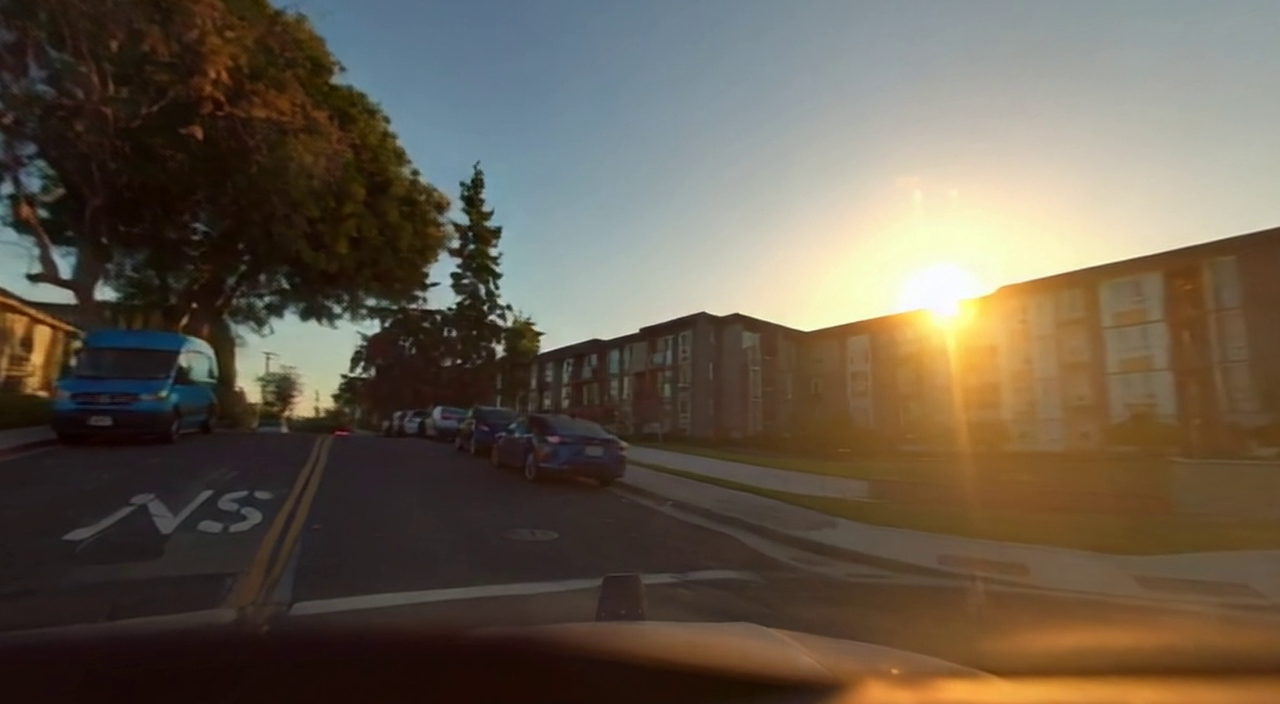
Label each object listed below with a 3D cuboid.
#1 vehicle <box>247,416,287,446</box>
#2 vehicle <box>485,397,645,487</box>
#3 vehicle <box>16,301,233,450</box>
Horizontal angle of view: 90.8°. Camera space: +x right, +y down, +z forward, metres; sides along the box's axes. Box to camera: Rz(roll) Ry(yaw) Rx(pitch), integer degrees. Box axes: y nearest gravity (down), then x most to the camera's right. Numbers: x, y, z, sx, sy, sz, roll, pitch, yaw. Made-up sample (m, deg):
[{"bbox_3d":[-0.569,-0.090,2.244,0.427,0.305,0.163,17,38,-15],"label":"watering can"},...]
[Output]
[{"bbox_3d":[-25.653,5.411,43.588,2.090,1.674,4.457,1,-3,-27],"label":"vehicle"},{"bbox_3d":[-1.674,1.783,12.496,1.827,1.436,4.322,4,-9,-25],"label":"vehicle"},{"bbox_3d":[-11.535,0.791,14.924,2.546,2.664,6.863,1,-7,-27],"label":"vehicle"}]
